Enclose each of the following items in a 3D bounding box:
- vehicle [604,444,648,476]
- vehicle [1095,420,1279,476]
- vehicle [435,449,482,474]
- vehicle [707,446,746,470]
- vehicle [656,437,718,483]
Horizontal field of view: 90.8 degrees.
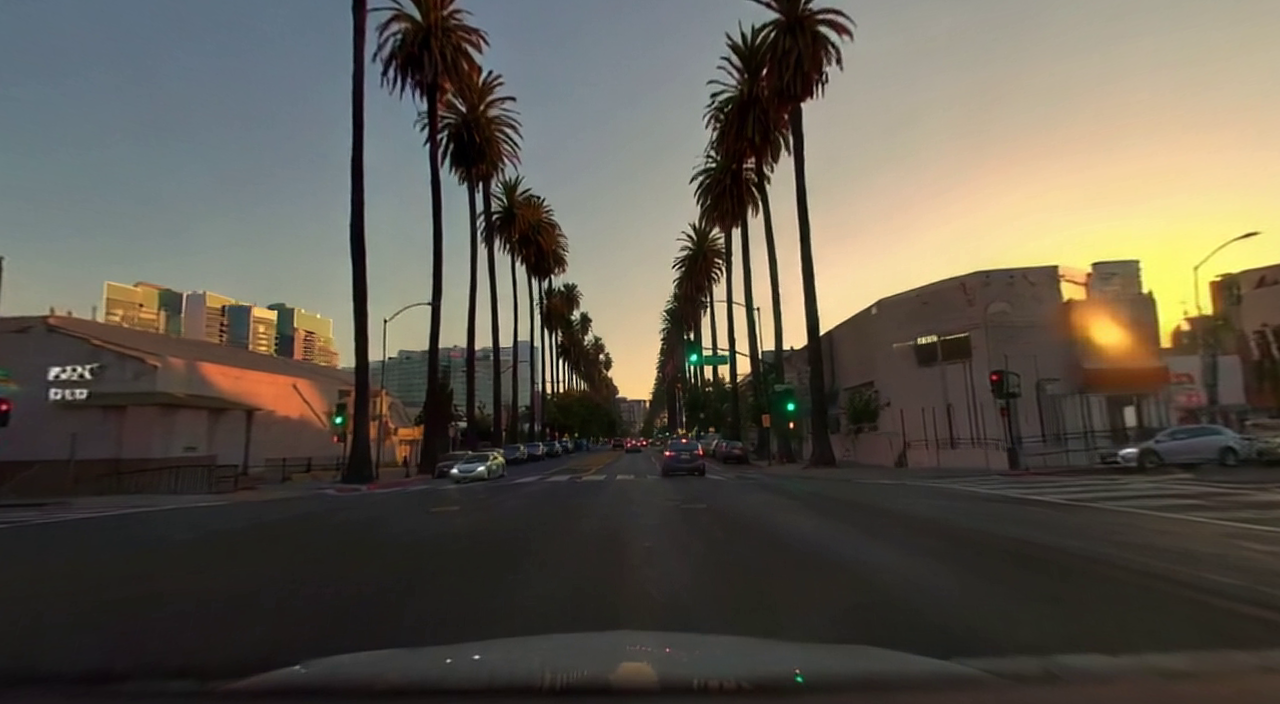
[{"bbox_3d":[-0.747,5.459,32.190,2.088,1.452,3.993,0,-9,-2],"label":"vehicle"},{"bbox_3d":[17.698,3.112,20.508,4.277,1.665,2.006,0,-9,-1],"label":"vehicle"},{"bbox_3d":[-13.547,8.195,47.418,2.084,1.747,4.481,-1,-9,1],"label":"vehicle"},{"bbox_3d":[5.699,6.995,41.946,1.860,1.479,4.676,0,-9,-1],"label":"vehicle"},{"bbox_3d":[1.824,4.395,25.970,2.003,1.702,4.288,0,-9,-3],"label":"vehicle"}]
